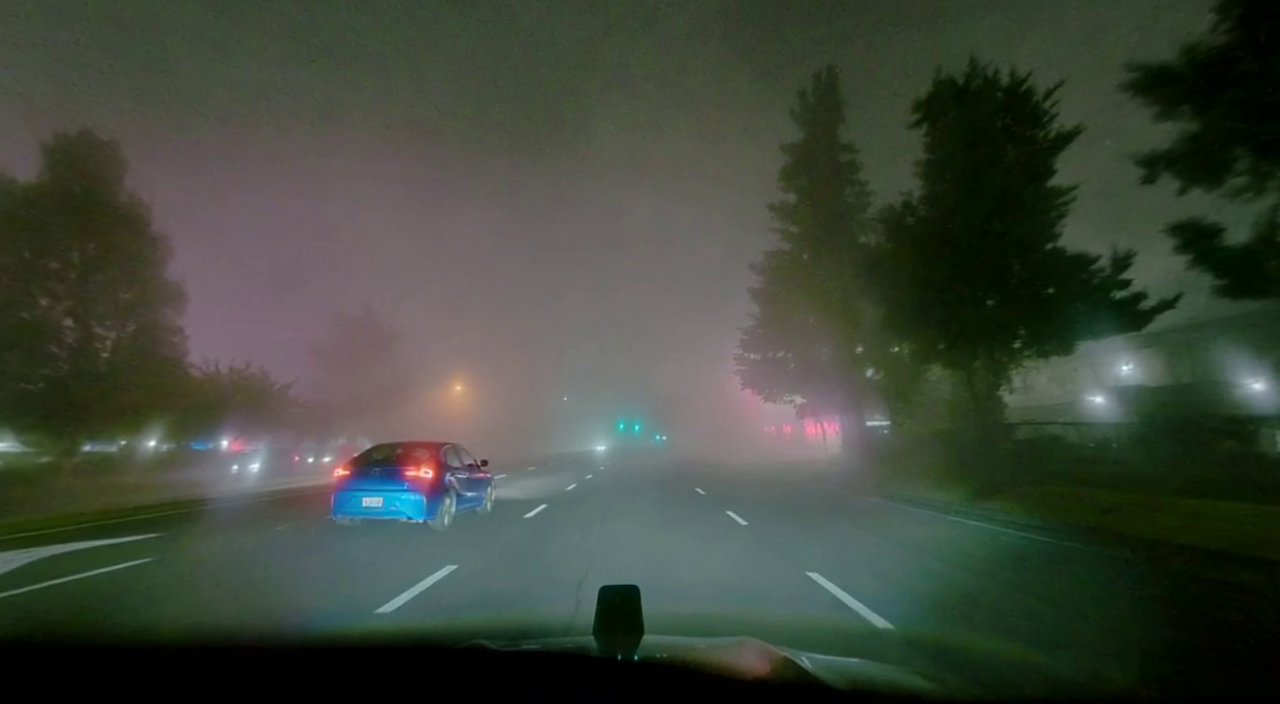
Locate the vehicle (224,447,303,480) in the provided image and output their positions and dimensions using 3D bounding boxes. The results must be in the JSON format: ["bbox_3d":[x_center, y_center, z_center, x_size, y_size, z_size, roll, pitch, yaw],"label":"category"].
[{"bbox_3d":[-22.975,6.781,38.811,1.986,1.897,4.636,0,-8,0],"label":"vehicle"}]

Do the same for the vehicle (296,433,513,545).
[{"bbox_3d":[-3.581,2.144,10.592,2.005,1.477,4.169,0,-8,0],"label":"vehicle"}]
